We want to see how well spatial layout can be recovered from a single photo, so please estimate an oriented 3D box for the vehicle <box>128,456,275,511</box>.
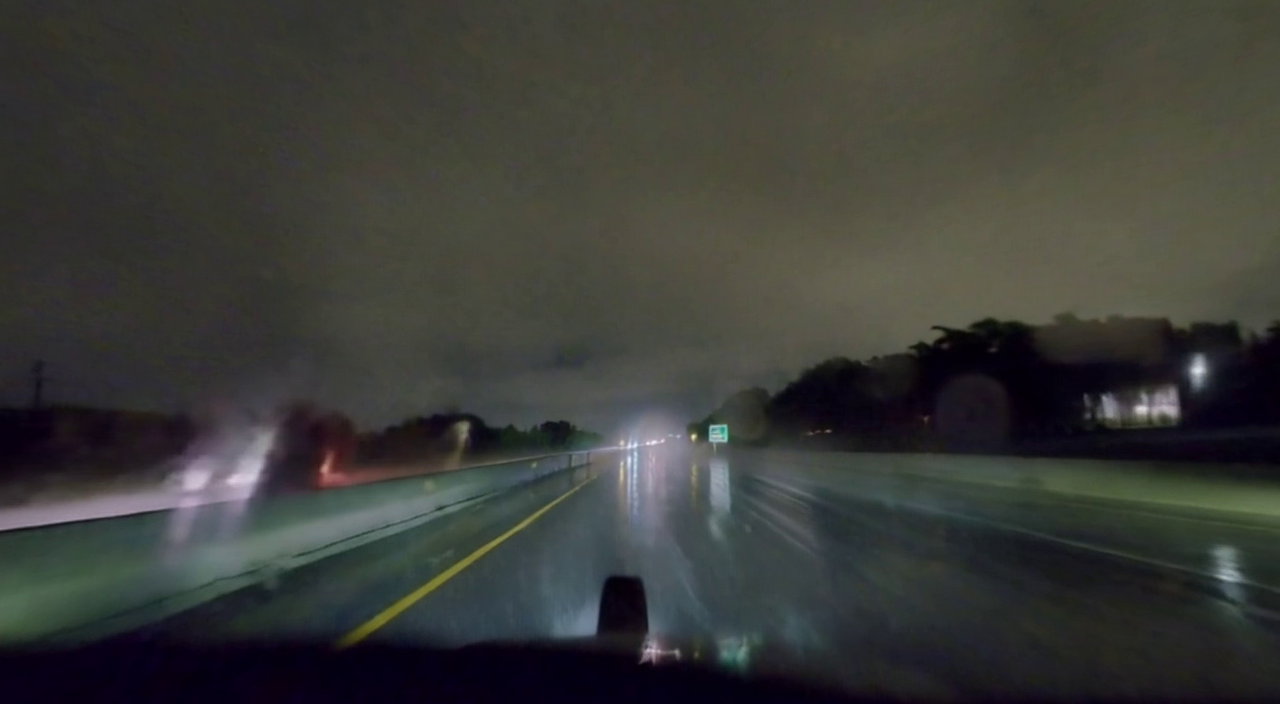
[{"bbox_3d":[-14.283,4.258,20.880,1.950,1.528,3.992,0,-8,0],"label":"vehicle"}]
